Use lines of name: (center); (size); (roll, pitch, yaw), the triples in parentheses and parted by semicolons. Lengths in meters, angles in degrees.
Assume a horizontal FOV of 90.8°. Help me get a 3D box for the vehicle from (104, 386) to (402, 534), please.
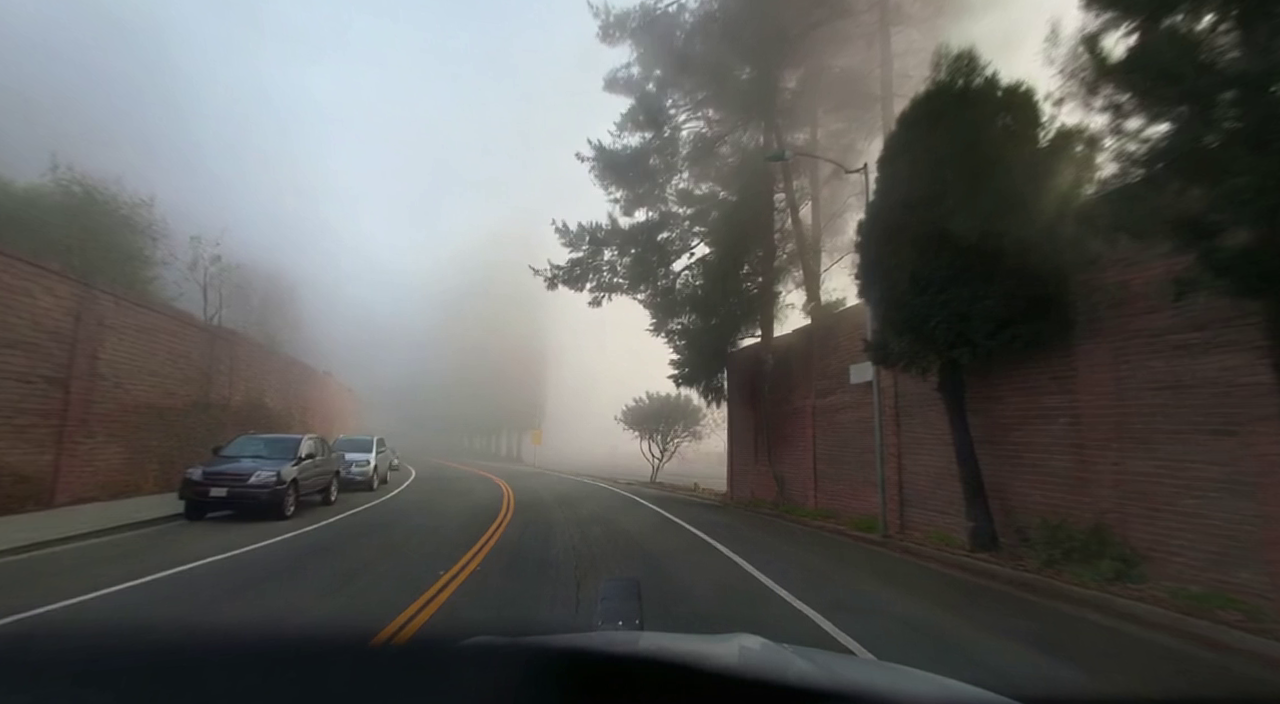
vehicle: (-7.960, 2.378, 14.455); (3.073, 2.458, 6.937); (3, -9, -7)
